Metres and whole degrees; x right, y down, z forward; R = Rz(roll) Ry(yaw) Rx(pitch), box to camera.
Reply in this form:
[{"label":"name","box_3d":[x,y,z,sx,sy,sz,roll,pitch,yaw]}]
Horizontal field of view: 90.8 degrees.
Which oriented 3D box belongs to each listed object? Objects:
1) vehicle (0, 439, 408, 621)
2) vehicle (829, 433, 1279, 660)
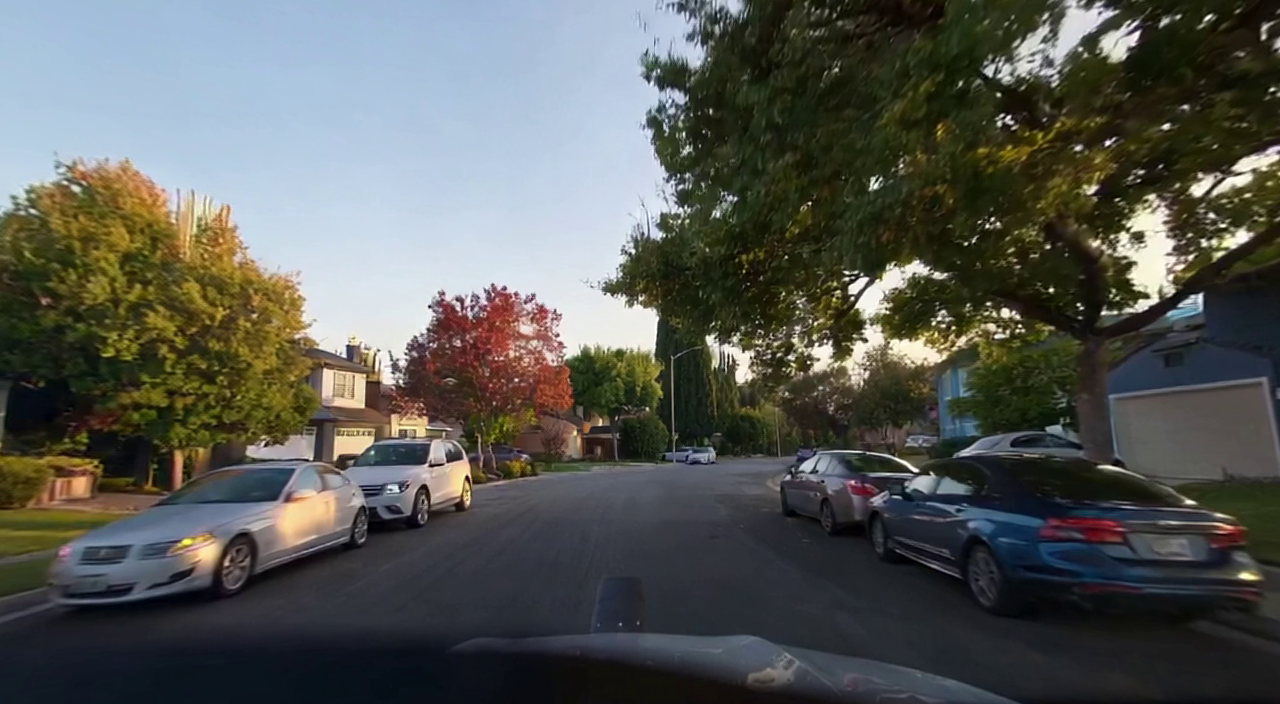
[{"label":"vehicle","box_3d":[-4.755,1.907,7.969,1.925,1.468,5.089,-2,-9,-2]},{"label":"vehicle","box_3d":[3.753,1.667,6.645,1.946,1.484,4.654,0,-9,-2]}]
